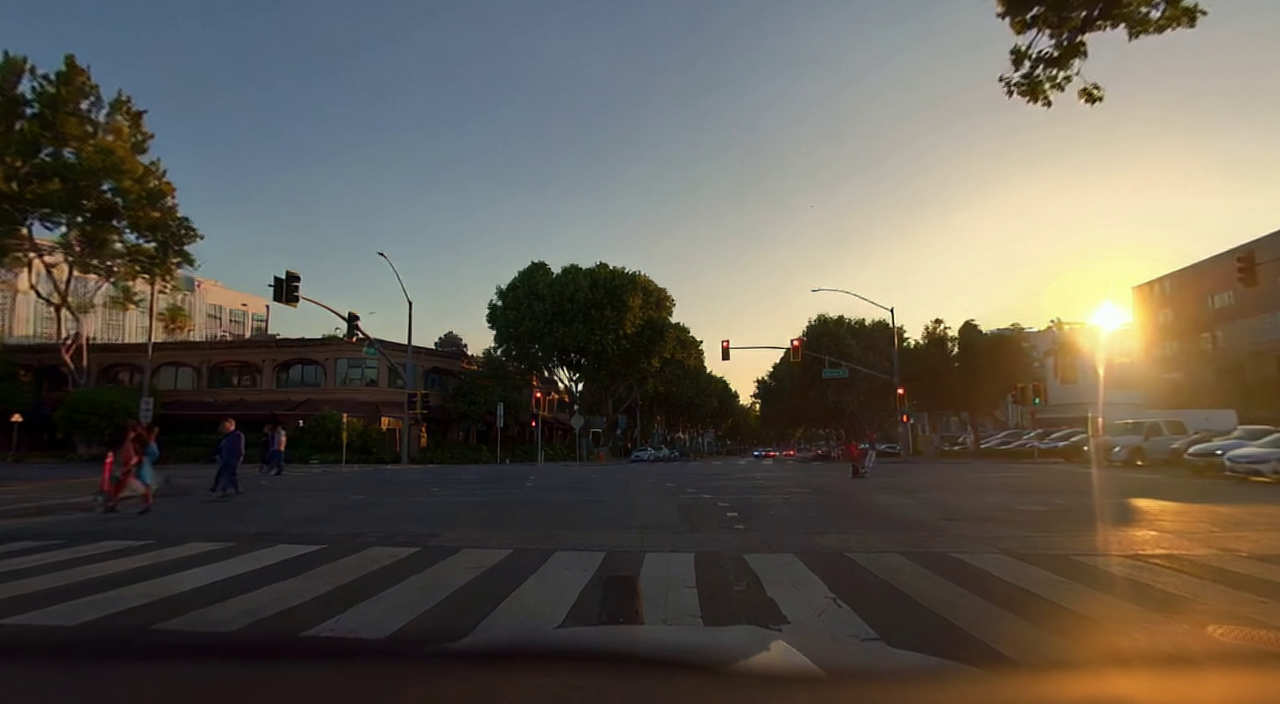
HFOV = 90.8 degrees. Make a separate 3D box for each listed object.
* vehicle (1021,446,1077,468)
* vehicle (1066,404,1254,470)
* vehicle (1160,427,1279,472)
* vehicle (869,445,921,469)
[{"bbox_3d":[27.690,7.131,42.860,1.589,1.405,3.633,-1,-9,5],"label":"vehicle"},{"bbox_3d":[22.953,3.819,28.158,5.855,2.746,2.523,-1,-9,3],"label":"vehicle"},{"bbox_3d":[21.198,3.361,21.791,4.740,1.464,1.876,-1,-9,3],"label":"vehicle"},{"bbox_3d":[17.503,7.185,43.589,1.789,1.557,4.293,0,-9,1],"label":"vehicle"}]
